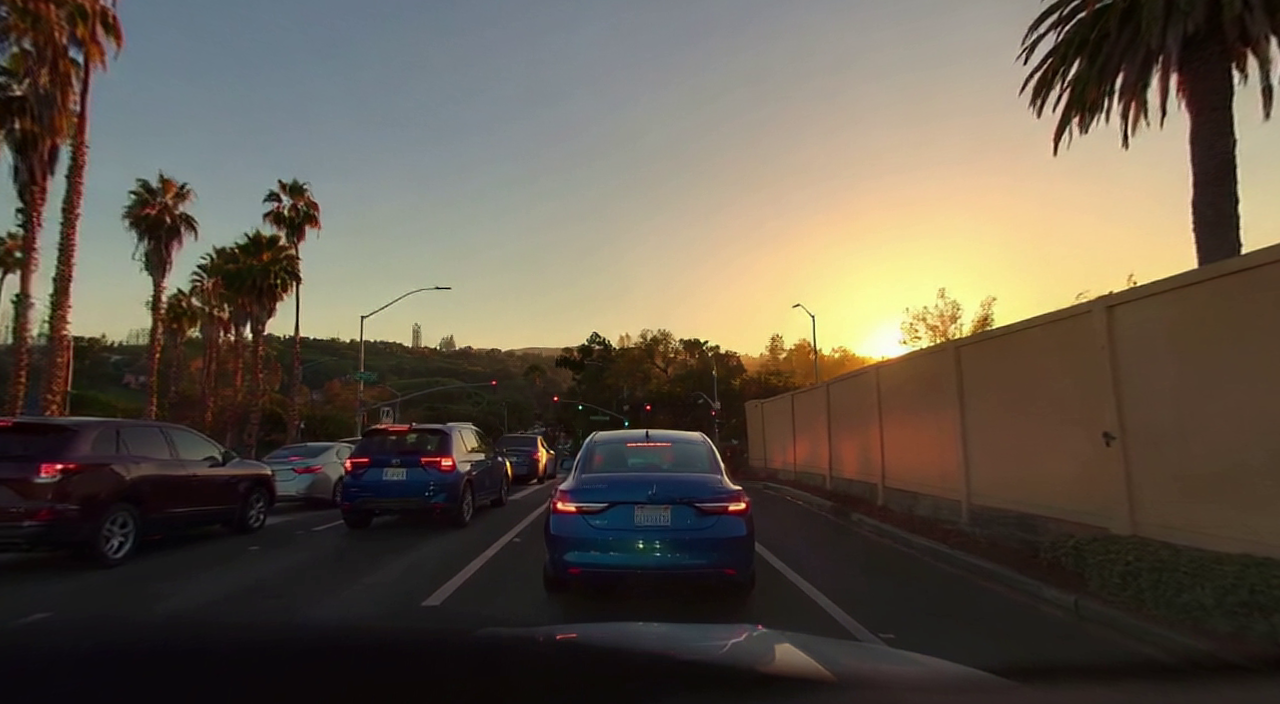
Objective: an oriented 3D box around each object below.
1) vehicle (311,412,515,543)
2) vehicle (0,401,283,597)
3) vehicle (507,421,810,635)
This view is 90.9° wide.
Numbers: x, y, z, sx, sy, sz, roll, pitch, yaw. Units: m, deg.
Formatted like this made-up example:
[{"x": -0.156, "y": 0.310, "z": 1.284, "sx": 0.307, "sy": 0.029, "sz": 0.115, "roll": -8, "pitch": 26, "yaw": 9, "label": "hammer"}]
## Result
[{"x": -3.481, "y": 2.003, "z": 10.672, "sx": 2.007, "sy": 1.746, "sz": 4.136, "roll": 0, "pitch": -8, "yaw": -2, "label": "vehicle"}, {"x": -6.680, "y": 1.627, "z": 7.817, "sx": 1.963, "sy": 1.721, "sz": 4.467, "roll": 0, "pitch": -8, "yaw": -2, "label": "vehicle"}, {"x": 0.062, "y": 1.554, "z": 6.633, "sx": 2.128, "sy": 1.473, "sz": 4.272, "roll": 0, "pitch": -8, "yaw": -2, "label": "vehicle"}]
